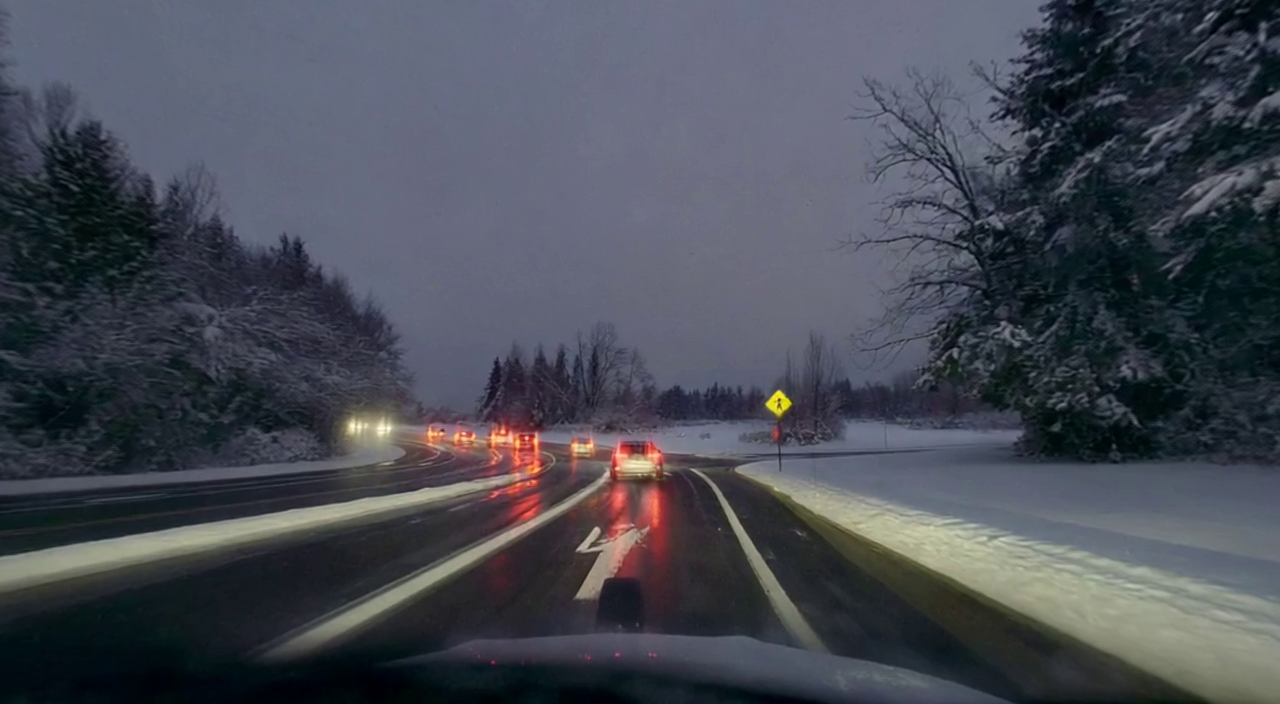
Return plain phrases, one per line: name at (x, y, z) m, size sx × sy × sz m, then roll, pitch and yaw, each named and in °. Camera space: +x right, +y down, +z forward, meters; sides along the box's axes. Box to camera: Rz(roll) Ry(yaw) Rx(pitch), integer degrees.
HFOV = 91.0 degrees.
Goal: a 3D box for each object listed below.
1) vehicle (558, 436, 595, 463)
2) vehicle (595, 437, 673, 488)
vehicle at (-3.773, 5.763, 37.276) m, size 2.080 × 1.530 × 3.719 m, roll 1°, pitch -9°, yaw -6°
vehicle at (-0.251, 3.568, 20.649) m, size 2.296 × 1.510 × 4.068 m, roll 0°, pitch -8°, yaw -2°
